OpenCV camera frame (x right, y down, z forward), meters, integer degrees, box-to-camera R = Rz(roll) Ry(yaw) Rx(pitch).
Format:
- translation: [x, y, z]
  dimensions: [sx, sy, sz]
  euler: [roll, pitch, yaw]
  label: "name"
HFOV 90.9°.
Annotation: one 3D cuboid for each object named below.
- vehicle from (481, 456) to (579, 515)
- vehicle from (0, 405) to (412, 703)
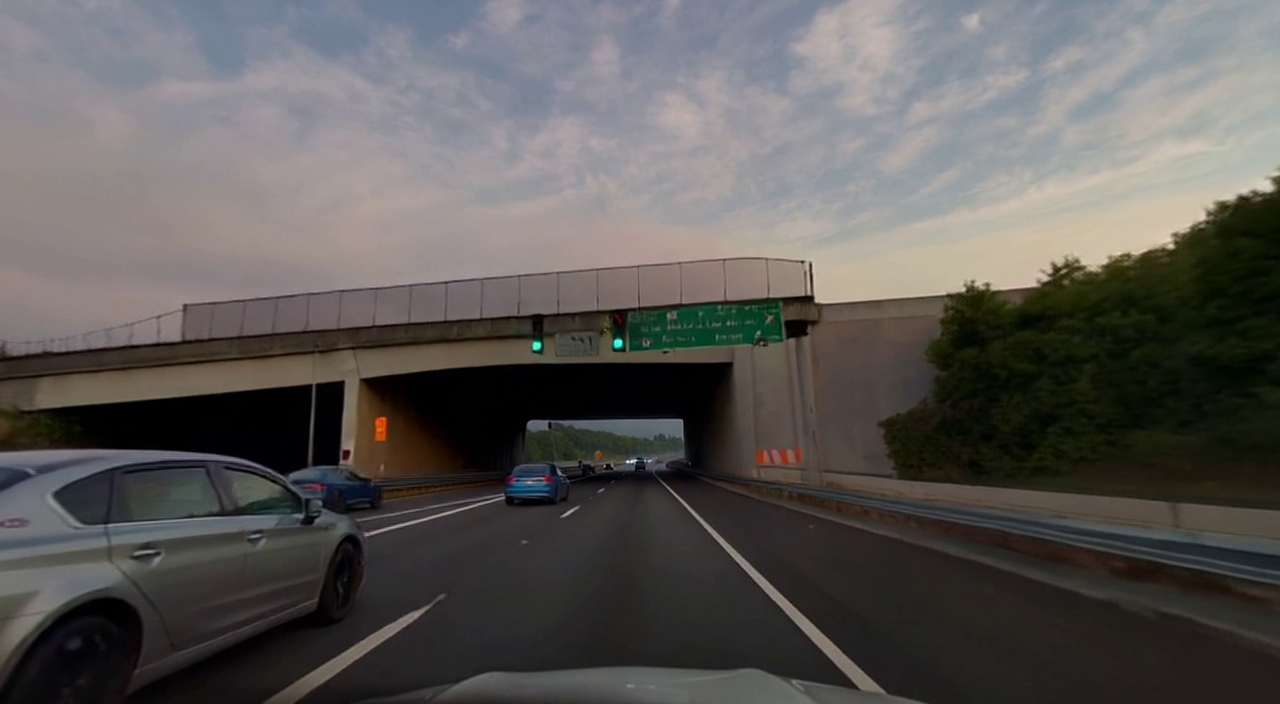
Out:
- translation: [-3.016, 3.782, 18.112]
  dimensions: [1.992, 1.466, 3.690]
  euler: [0, -10, 2]
  label: "vehicle"
- translation: [-3.396, 1.211, 3.793]
  dimensions: [2.023, 1.507, 5.082]
  euler: [1, -10, 1]
  label: "vehicle"
